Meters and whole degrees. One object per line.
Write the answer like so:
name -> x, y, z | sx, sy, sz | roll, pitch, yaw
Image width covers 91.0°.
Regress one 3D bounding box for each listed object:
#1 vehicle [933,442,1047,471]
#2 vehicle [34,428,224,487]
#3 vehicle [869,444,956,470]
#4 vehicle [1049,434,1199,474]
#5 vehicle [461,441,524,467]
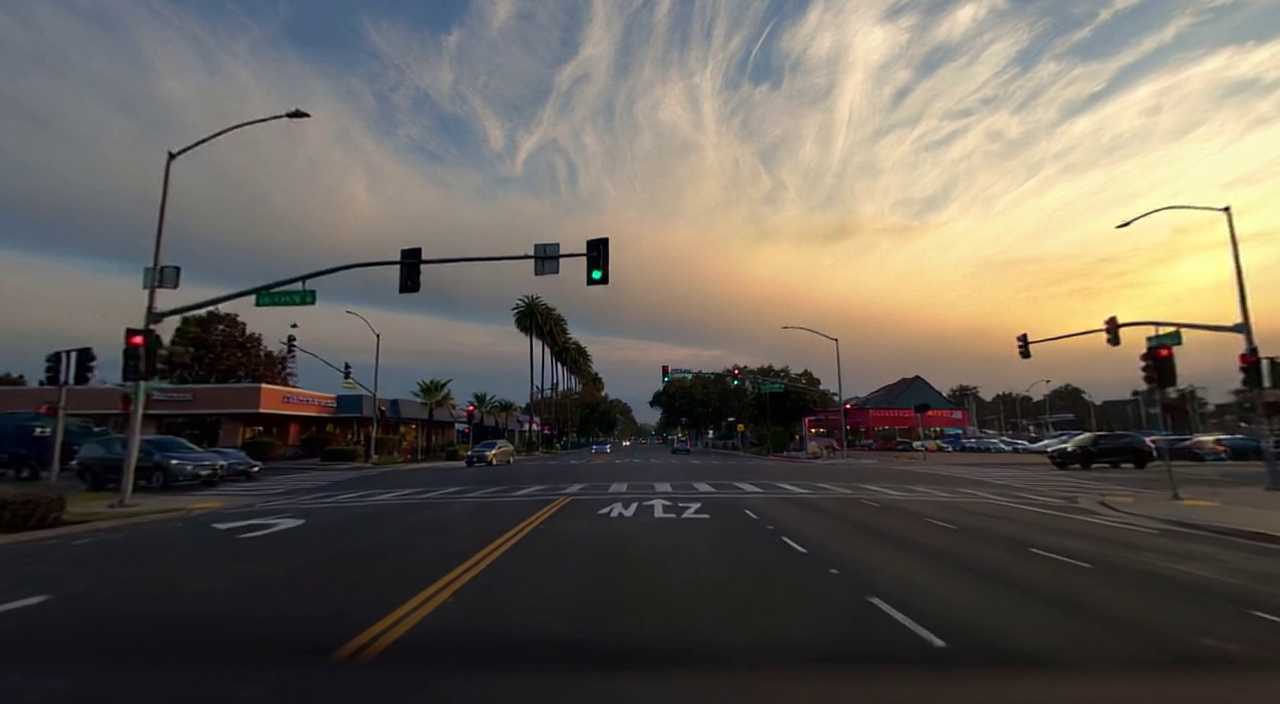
vehicle -> 18.874, 5.674, 34.125 | 4.977, 1.508, 1.948 | 0, -8, 0
vehicle -> -18.611, 3.848, 23.133 | 4.901, 2.064, 2.296 | 0, -8, 0
vehicle -> 16.618, 6.402, 38.512 | 4.451, 1.494, 1.857 | -1, -9, 5
vehicle -> 23.353, 4.934, 30.516 | 5.509, 1.873, 2.123 | 0, -8, -2
vehicle -> -10.242, 7.126, 44.084 | 2.045, 1.699, 4.563 | -3, -9, 20
